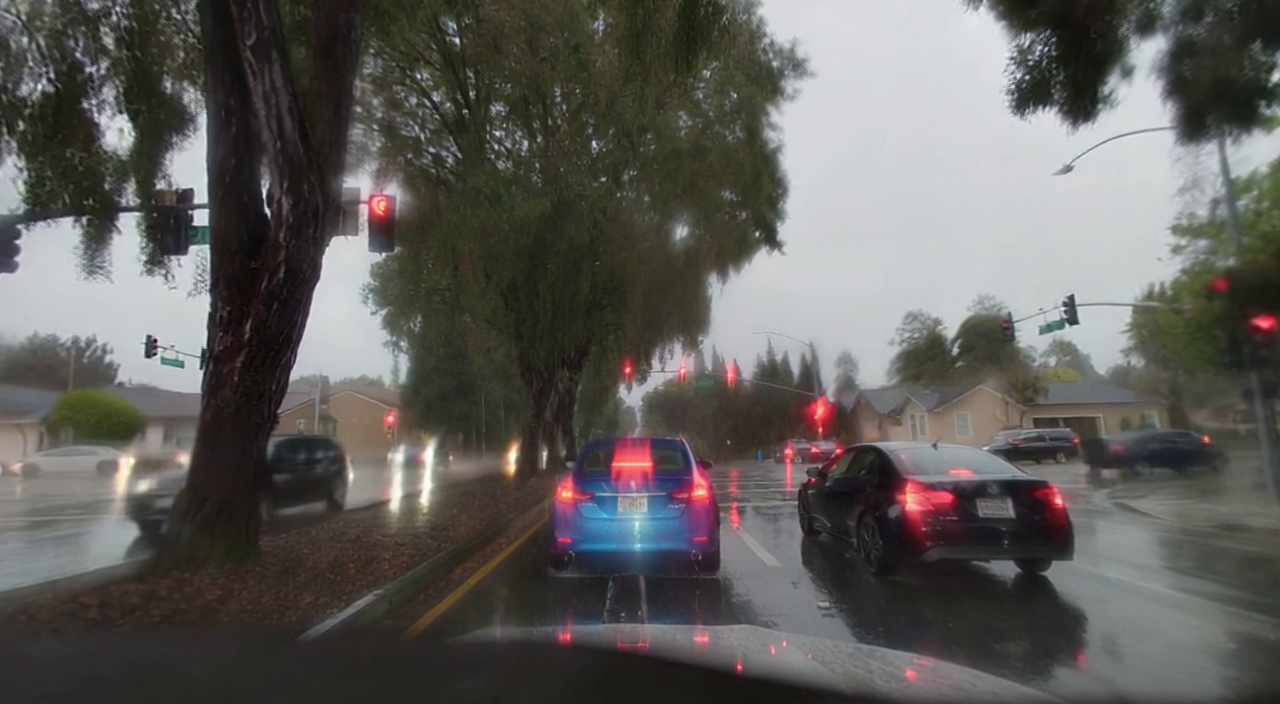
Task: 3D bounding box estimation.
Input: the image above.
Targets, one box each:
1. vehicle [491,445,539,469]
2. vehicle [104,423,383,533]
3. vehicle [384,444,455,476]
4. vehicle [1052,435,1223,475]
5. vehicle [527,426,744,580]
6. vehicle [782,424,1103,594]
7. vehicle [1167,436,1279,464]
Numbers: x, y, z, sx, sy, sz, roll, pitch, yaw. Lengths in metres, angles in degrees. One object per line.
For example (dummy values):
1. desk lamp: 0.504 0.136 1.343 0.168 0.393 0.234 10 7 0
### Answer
1. vehicle: -7.568 6.422 38.739 2.040 1.374 4.150 0 -8 1
2. vehicle: -7.512 2.433 12.864 2.383 1.779 4.973 0 -8 1
3. vehicle: -11.463 5.625 33.184 2.125 1.476 4.385 -2 -8 1
4. vehicle: 21.043 4.396 26.961 5.159 1.600 2.329 -1 -9 5
5. vehicle: -0.062 1.779 8.260 2.103 1.478 4.073 0 -8 -1
6. vehicle: 3.172 1.712 7.756 1.913 1.505 4.097 0 -8 0
7. vehicle: 31.163 5.213 33.642 4.489 1.432 1.790 0 -9 0
